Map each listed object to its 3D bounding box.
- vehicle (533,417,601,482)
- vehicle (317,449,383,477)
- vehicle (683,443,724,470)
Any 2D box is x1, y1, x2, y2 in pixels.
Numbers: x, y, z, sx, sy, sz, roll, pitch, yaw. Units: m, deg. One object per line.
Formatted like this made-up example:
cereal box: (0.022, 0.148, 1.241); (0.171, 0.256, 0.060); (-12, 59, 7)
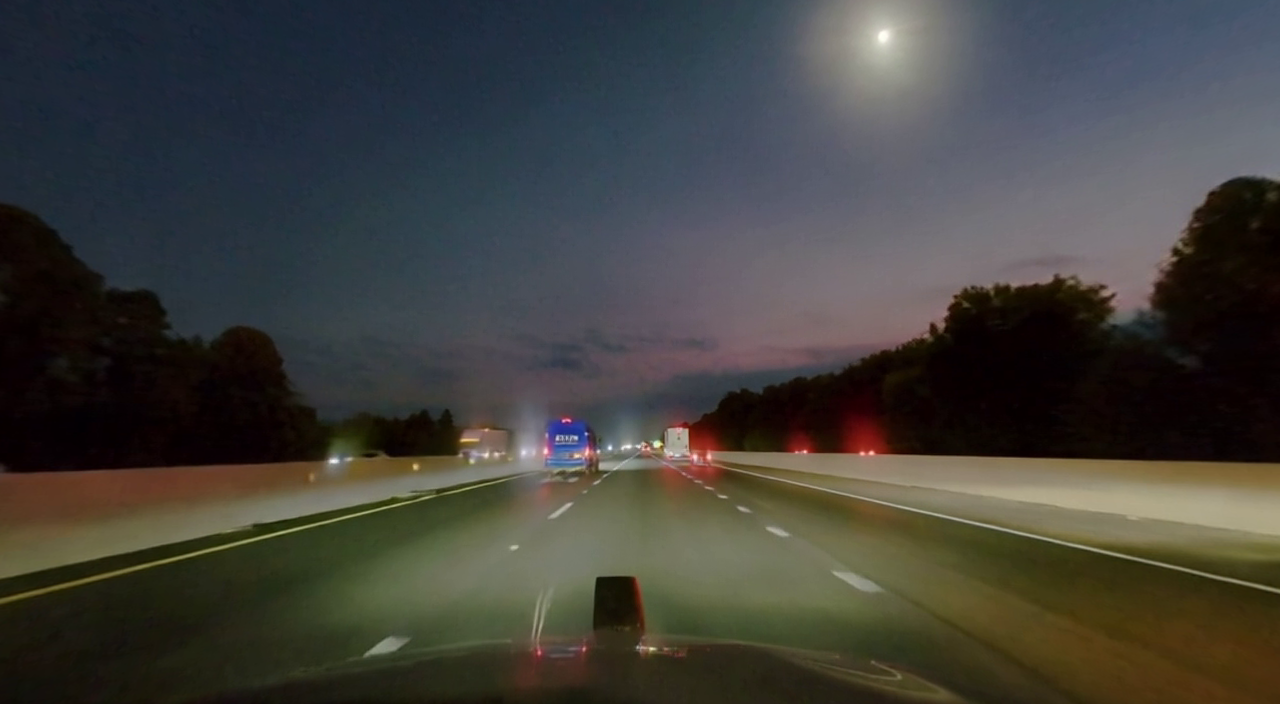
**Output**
vehicle: (-3.199, 4.537, 29.464); (2.380, 2.648, 6.879); (0, -9, 0)
vehicle: (-16.283, 6.235, 35.617); (1.745, 1.456, 4.110); (0, -9, 0)
vehicle: (4.065, 6.757, 41.040); (2.066, 1.638, 4.158); (0, -9, -2)
